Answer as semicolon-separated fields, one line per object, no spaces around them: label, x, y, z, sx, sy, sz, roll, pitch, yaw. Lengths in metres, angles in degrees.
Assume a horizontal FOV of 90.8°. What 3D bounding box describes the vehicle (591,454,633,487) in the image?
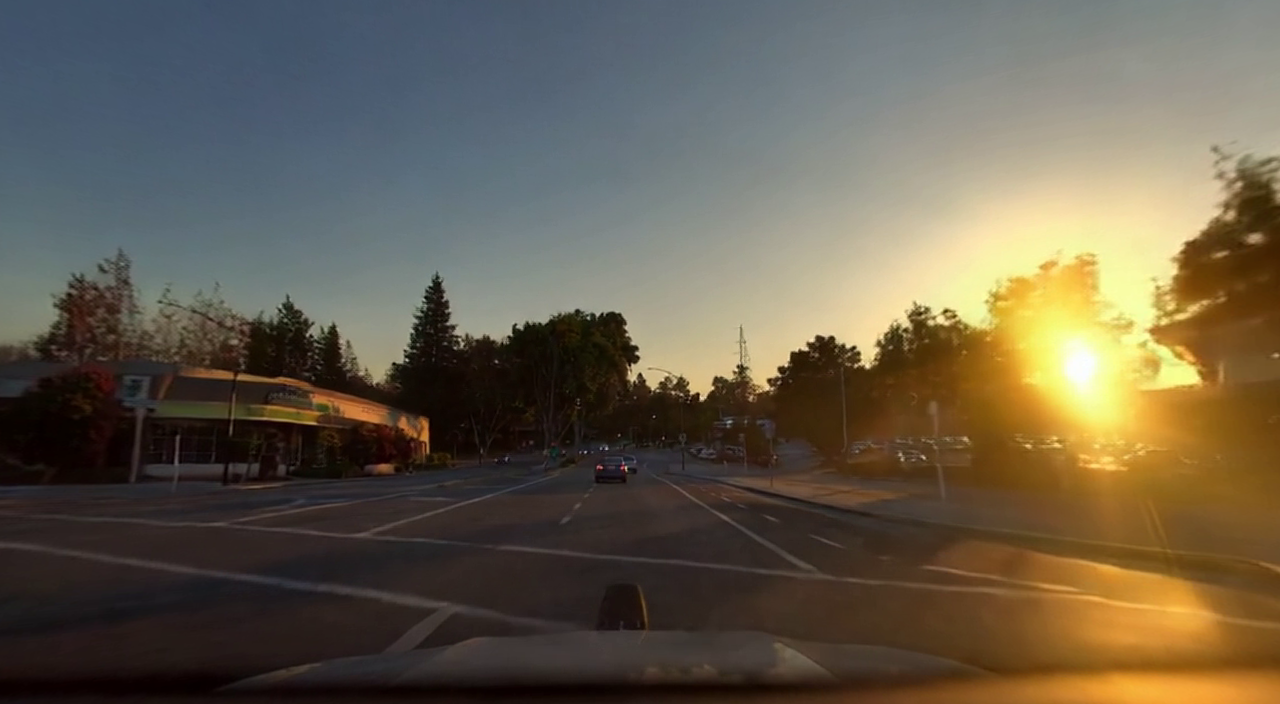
vehicle;-1.372;5.665;30.583;1.917;1.418;3.987;0;-8;-3
